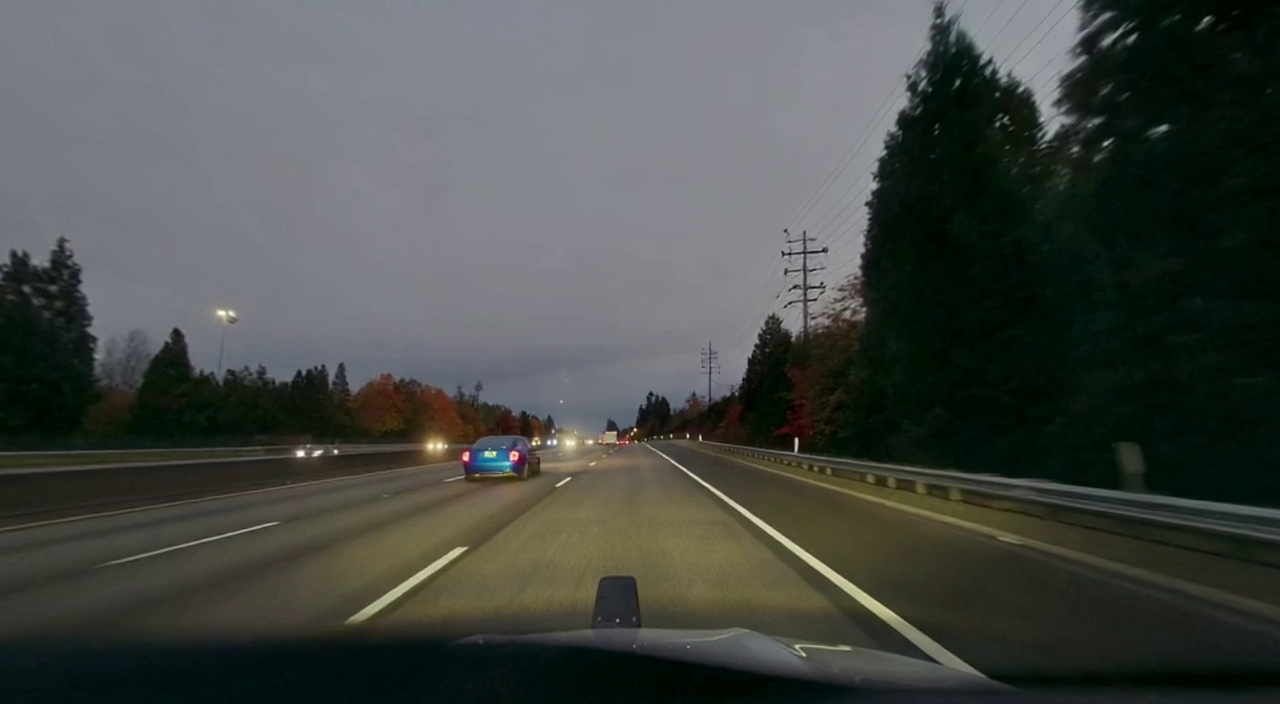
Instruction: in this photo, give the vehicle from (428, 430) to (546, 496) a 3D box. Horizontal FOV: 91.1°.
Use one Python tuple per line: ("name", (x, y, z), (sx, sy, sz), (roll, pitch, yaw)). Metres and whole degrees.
("vehicle", (-3.773, 2.803, 16.404), (2.025, 1.475, 4.379), (0, -8, -1))
